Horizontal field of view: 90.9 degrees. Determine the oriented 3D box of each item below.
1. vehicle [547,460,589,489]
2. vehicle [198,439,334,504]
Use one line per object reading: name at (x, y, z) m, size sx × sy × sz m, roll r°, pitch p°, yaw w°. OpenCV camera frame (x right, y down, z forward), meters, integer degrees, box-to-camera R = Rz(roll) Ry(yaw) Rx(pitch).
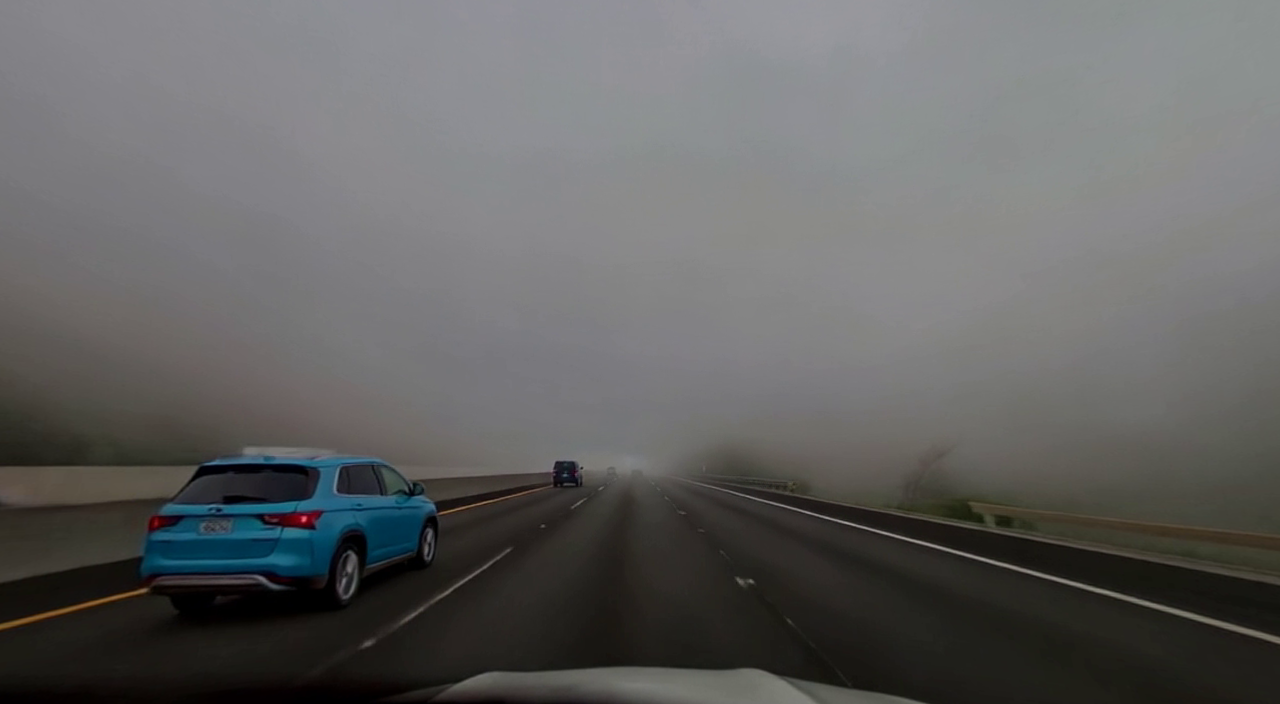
vehicle at (-4.615, 7.984, 41.289) m, size 2.178 × 1.736 × 4.847 m, roll 1°, pitch -10°, yaw 0°
vehicle at (-20.284, 6.575, 34.858) m, size 2.904 × 3.124 × 7.327 m, roll 1°, pitch -10°, yaw 0°
